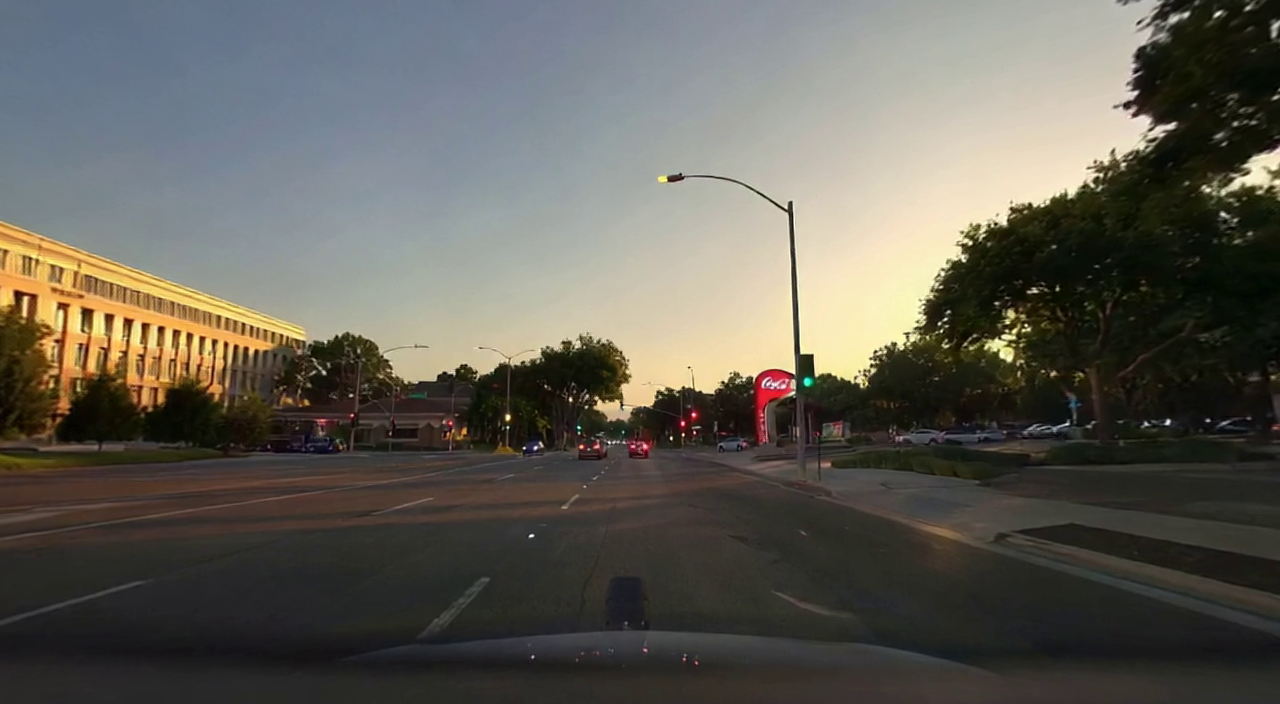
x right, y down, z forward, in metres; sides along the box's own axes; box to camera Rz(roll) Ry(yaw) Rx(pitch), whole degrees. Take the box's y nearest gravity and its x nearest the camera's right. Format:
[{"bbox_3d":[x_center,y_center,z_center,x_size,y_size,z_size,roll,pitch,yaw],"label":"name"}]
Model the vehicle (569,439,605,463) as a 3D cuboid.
[{"bbox_3d":[-3.428,6.499,41.534,2.029,1.517,4.375,0,-8,0],"label":"vehicle"}]
